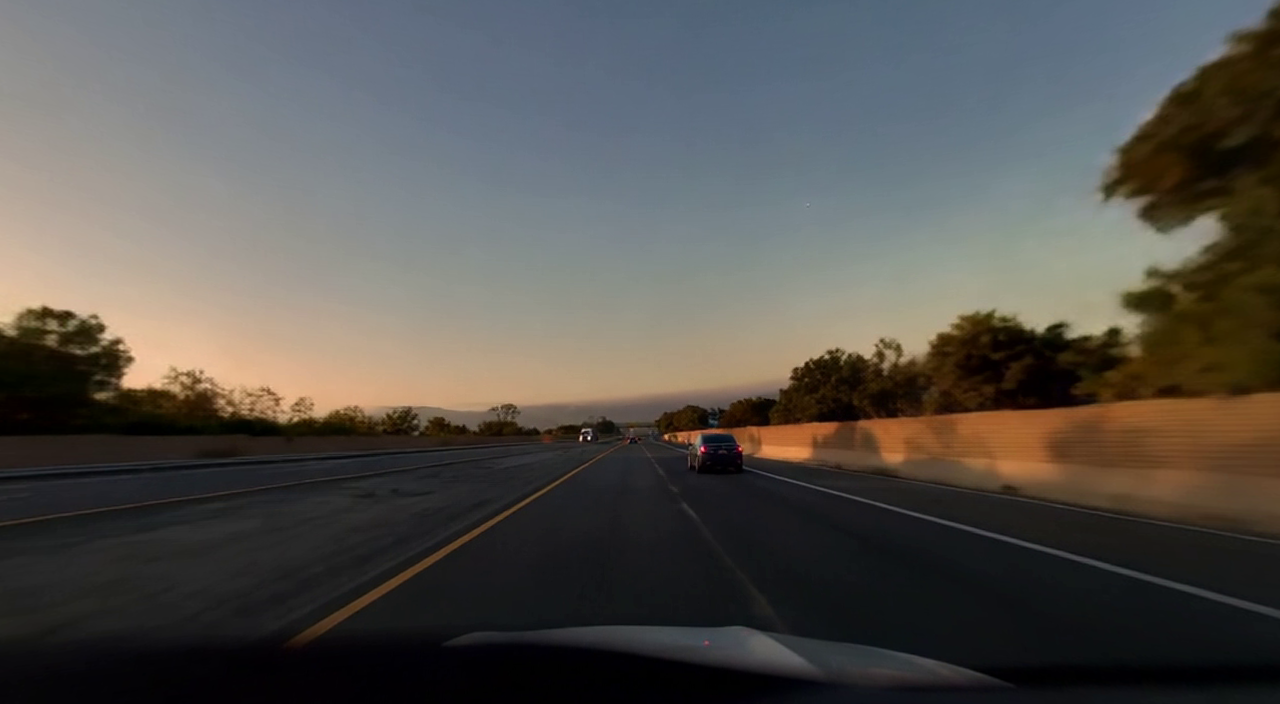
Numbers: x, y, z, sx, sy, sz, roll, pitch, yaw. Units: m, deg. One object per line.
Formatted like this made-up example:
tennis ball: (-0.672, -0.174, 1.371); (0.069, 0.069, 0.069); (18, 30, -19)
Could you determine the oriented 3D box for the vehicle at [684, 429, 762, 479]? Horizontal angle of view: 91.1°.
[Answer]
vehicle: (2.817, 3.599, 22.450); (2.084, 1.583, 4.420); (0, -8, -1)
